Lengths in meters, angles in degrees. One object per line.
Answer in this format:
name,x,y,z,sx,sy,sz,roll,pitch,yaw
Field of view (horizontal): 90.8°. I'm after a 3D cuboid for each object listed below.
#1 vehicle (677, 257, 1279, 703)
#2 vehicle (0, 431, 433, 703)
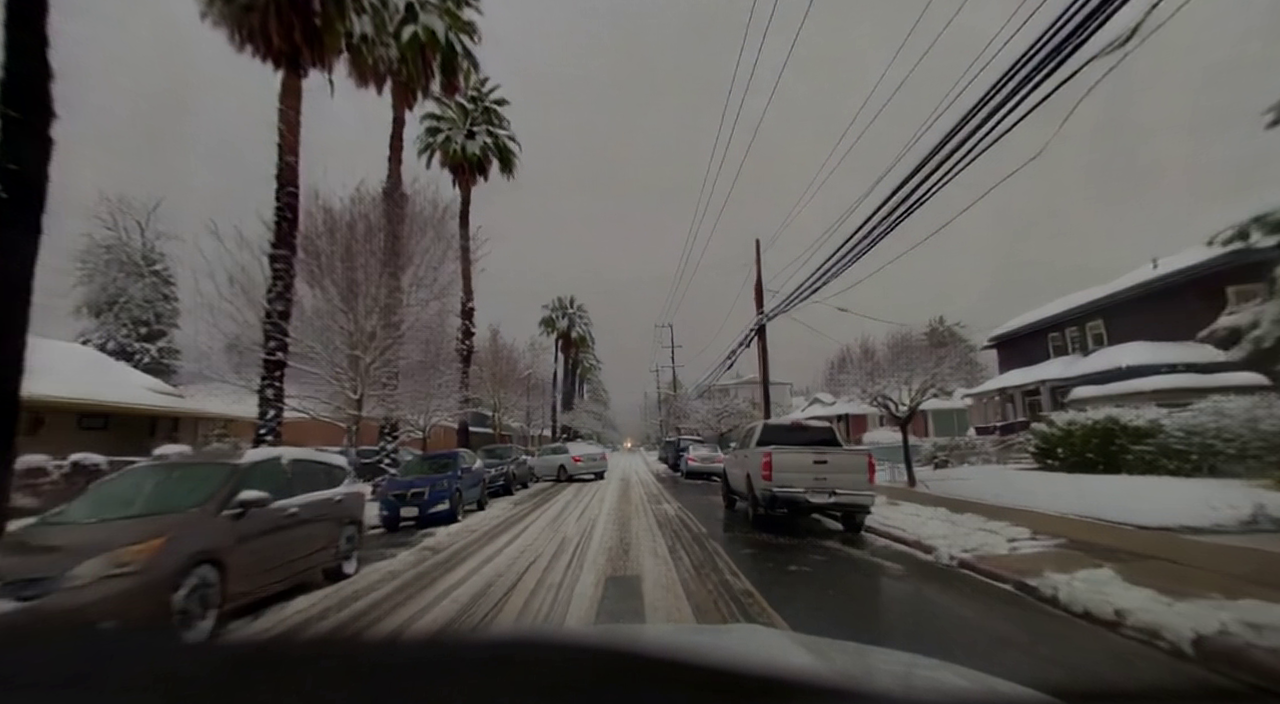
vehicle,1.846,1.225,3.273,2.966,2.216,4.279,0,-9,-1
vehicle,-3.984,1.586,5.865,2.130,1.543,5.386,0,-9,2
